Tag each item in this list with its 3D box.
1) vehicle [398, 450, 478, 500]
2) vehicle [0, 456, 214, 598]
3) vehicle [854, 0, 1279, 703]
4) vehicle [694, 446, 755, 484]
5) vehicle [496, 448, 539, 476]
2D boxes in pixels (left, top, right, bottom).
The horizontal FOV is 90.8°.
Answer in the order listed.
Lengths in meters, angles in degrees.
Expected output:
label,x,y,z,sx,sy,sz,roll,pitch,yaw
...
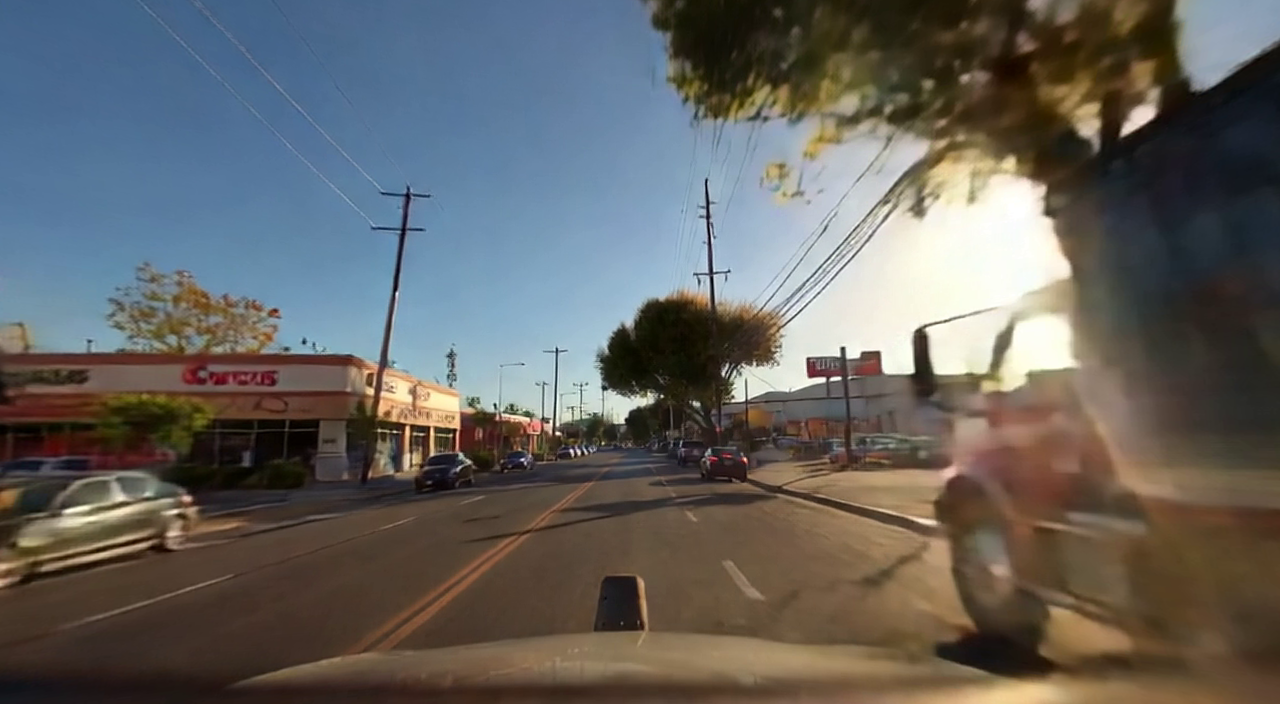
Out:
label,x,y,z,sx,sy,sz,roll,pitch,yaw
vehicle,-7.816,4.745,24.788,1.787,1.543,4.052,-3,-7,0
vehicle,-7.880,2.241,8.531,1.678,1.468,3.706,-3,-8,0
vehicle,3.884,0.121,1.889,3.011,3.127,8.608,-3,-7,-3
vehicle,3.625,4.916,27.923,1.990,1.521,4.693,0,-8,0
vehicle,-7.850,7.066,40.838,1.872,1.455,4.350,-3,-8,0
